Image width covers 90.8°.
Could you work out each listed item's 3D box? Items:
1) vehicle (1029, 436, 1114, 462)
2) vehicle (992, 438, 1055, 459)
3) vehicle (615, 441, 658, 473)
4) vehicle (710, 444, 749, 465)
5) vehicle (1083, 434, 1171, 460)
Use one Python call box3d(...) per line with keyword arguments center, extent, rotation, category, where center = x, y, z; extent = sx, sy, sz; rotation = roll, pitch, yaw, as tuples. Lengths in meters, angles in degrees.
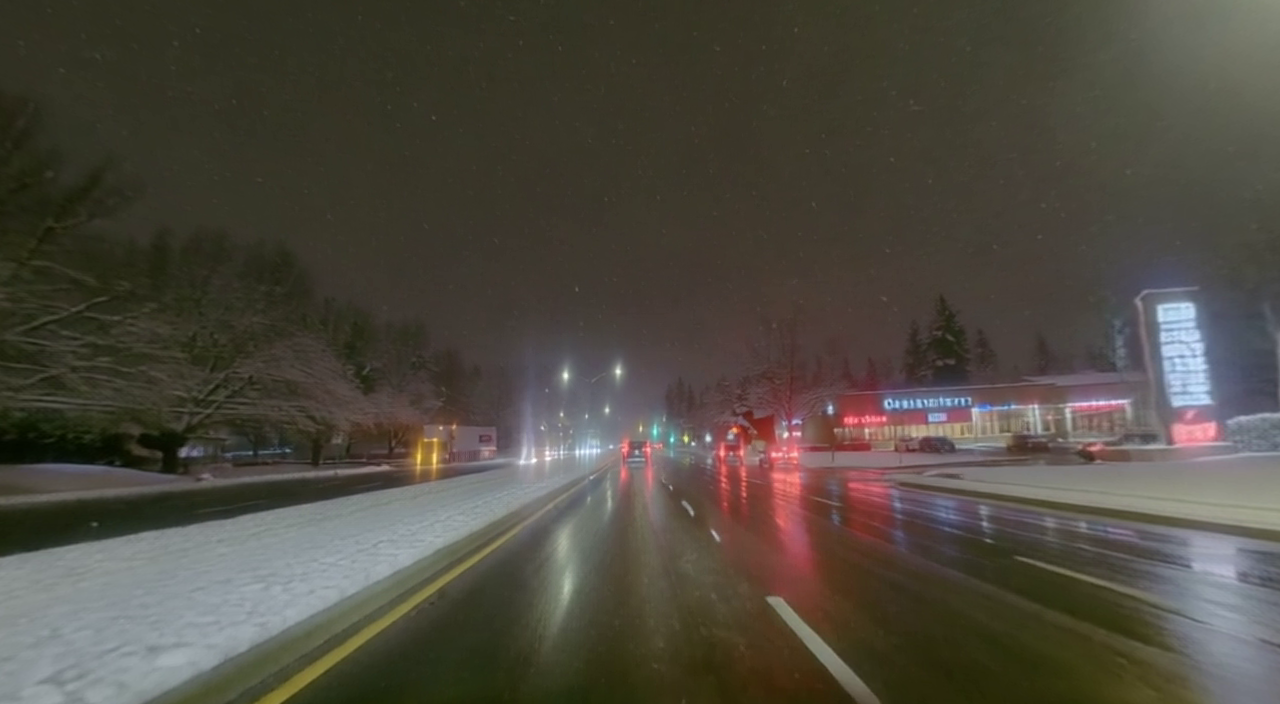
box3d(center=(26.700, 5.990, 39.312), extent=(1.840, 1.446, 4.820), rotation=(-2, -8, 0), category="vehicle")
box3d(center=(26.836, 6.778, 44.406), extent=(1.761, 1.409, 4.353), rotation=(0, -9, 1), category="vehicle")
box3d(center=(-0.240, 5.436, 32.948), extent=(2.072, 1.545, 4.578), rotation=(0, -8, -2), category="vehicle")
box3d(center=(6.854, 7.901, 48.917), extent=(2.075, 1.475, 4.571), rotation=(0, -9, -4), category="vehicle")
box3d(center=(29.476, 5.792, 38.395), extent=(1.805, 1.481, 4.351), rotation=(-1, -9, -1), category="vehicle")
